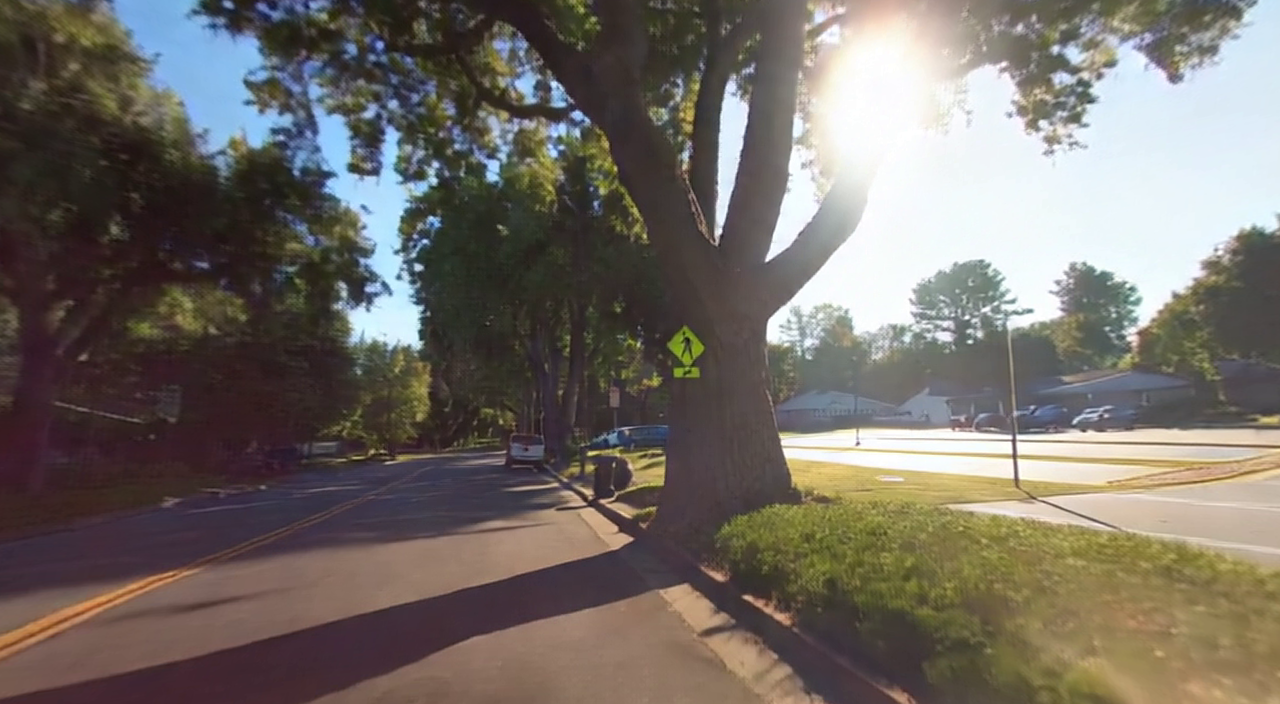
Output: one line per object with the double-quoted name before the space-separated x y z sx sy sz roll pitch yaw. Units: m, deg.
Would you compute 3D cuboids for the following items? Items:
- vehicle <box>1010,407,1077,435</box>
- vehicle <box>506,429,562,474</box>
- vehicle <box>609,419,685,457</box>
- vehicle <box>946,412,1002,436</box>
"vehicle" 25.121 4.343 39.306 4.481 1.634 1.973 6 -11 -37
"vehicle" -4.755 4.347 27.827 2.204 1.776 4.262 2 -9 -12
"vehicle" 0.488 5.155 38.013 1.954 1.696 4.390 -9 -5 44
"vehicle" 24.047 5.209 45.409 4.245 1.601 1.912 7 -11 -39
